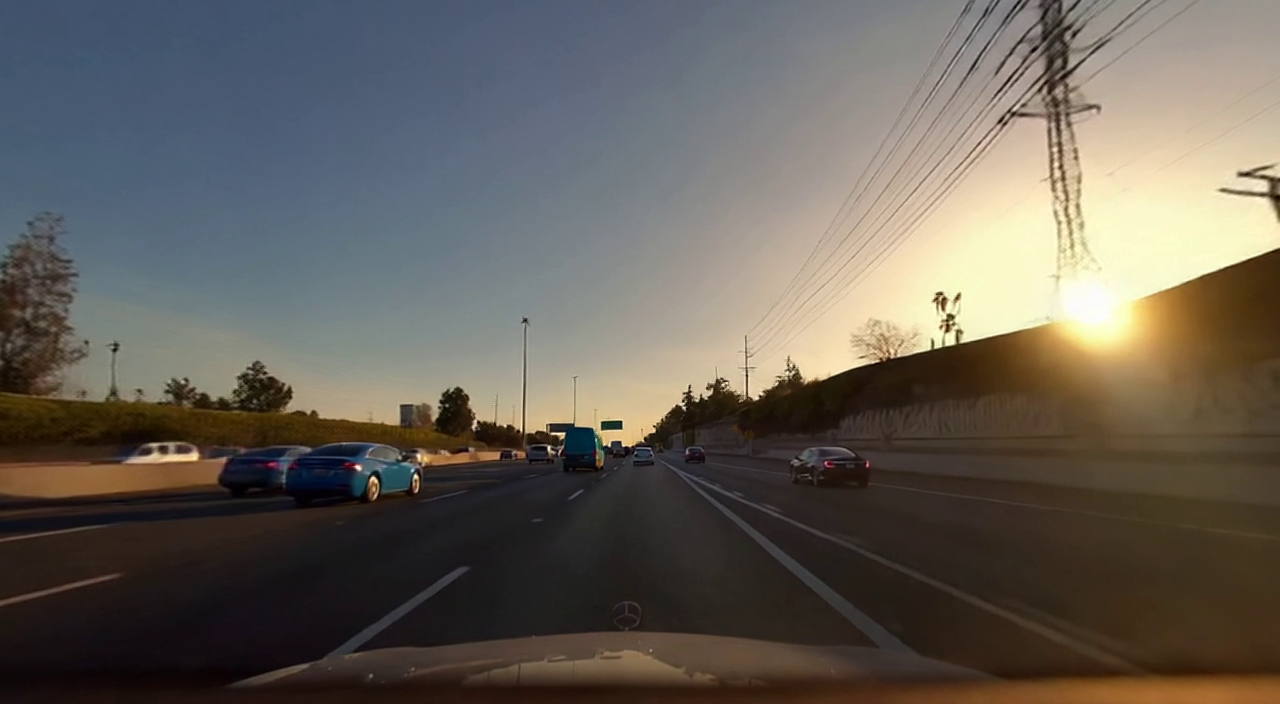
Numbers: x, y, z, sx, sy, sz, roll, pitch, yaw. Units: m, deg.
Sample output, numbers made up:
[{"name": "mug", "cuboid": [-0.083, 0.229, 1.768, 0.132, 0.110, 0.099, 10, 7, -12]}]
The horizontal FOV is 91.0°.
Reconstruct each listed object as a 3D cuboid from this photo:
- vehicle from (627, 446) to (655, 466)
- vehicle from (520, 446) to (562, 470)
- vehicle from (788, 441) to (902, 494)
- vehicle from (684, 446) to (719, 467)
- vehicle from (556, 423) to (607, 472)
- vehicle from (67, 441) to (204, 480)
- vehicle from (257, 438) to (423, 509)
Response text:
[{"name": "vehicle", "cuboid": [0.050, 7.953, 48.303, 2.084, 1.492, 4.137, 0, -9, -1]}, {"name": "vehicle", "cuboid": [-6.504, 6.961, 41.700, 1.944, 1.490, 4.442, 0, -9, 1]}, {"name": "vehicle", "cuboid": [6.293, 3.588, 19.931, 2.052, 1.470, 4.364, 0, -9, -2]}, {"name": "vehicle", "cuboid": [4.539, 7.798, 47.219, 2.095, 1.504, 4.536, 0, -9, -1]}, {"name": "vehicle", "cuboid": [-3.353, 5.668, 37.403, 2.395, 2.660, 5.827, 0, -9, 1]}, {"name": "vehicle", "cuboid": [-36.451, 7.838, 46.081, 2.899, 2.516, 8.582, 0, -9, 1]}, {"name": "vehicle", "cuboid": [-7.309, 2.986, 15.960, 1.967, 1.525, 4.458, 0, -9, 0]}]
